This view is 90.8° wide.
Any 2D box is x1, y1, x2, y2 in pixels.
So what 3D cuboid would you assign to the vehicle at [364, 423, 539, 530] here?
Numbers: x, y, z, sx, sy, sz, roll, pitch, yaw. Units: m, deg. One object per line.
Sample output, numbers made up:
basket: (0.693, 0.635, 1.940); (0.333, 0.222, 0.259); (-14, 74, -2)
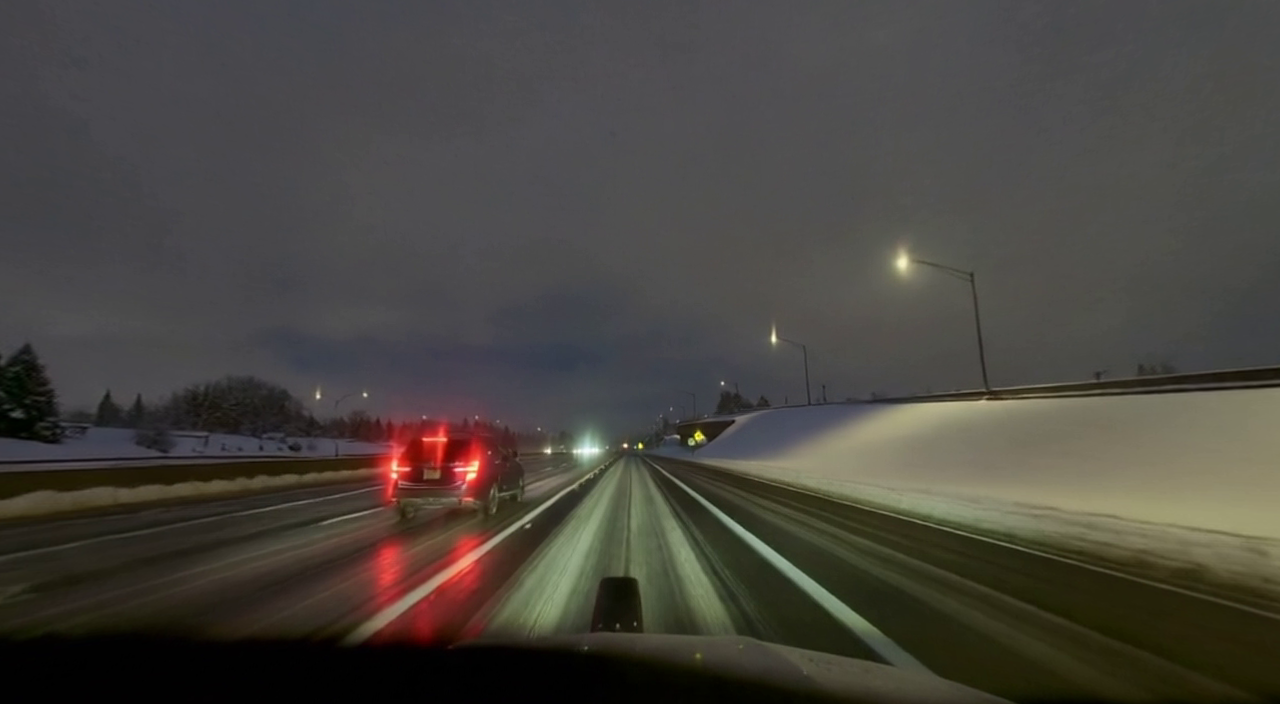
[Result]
vehicle: (-3.400, 2.339, 12.451); (2.178, 1.699, 4.321); (0, -8, -1)
